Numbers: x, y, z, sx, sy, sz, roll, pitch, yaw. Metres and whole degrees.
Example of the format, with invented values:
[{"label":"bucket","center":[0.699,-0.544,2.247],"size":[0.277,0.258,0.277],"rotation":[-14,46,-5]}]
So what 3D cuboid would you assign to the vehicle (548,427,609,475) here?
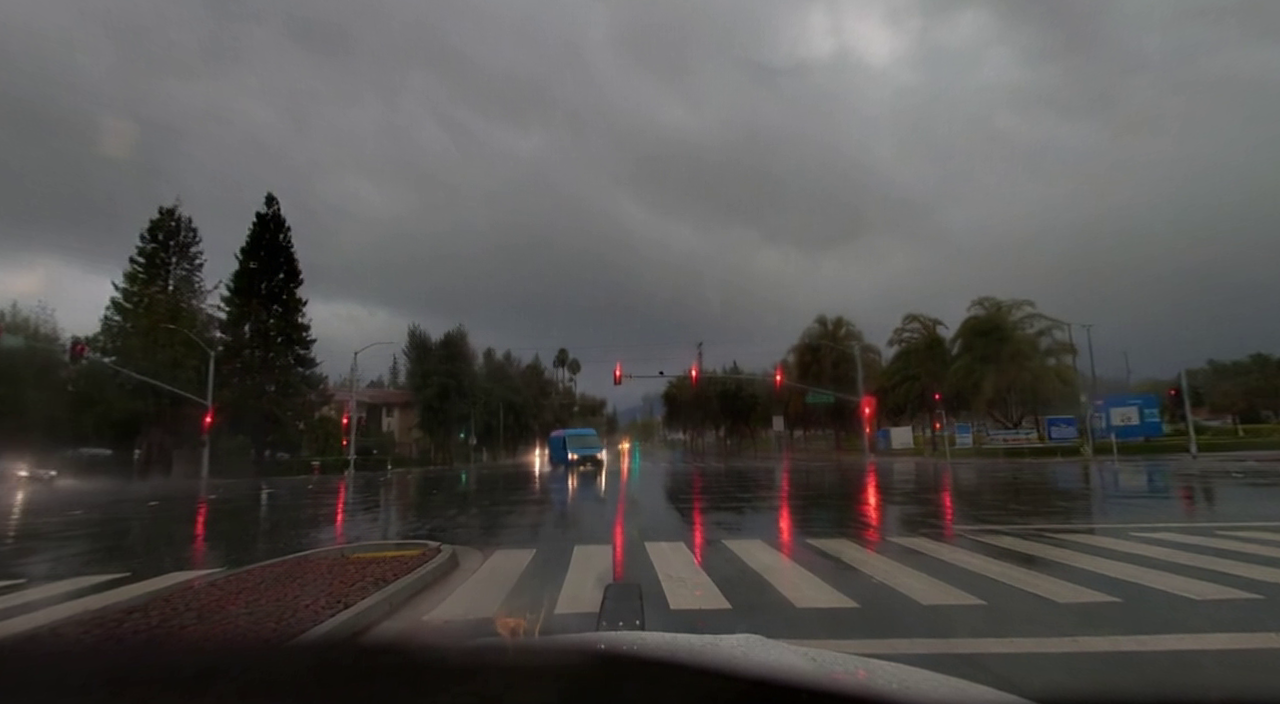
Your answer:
[{"label":"vehicle","center":[-3.531,5.468,35.018],"size":[2.465,2.404,5.791],"rotation":[2,-9,-15]}]
